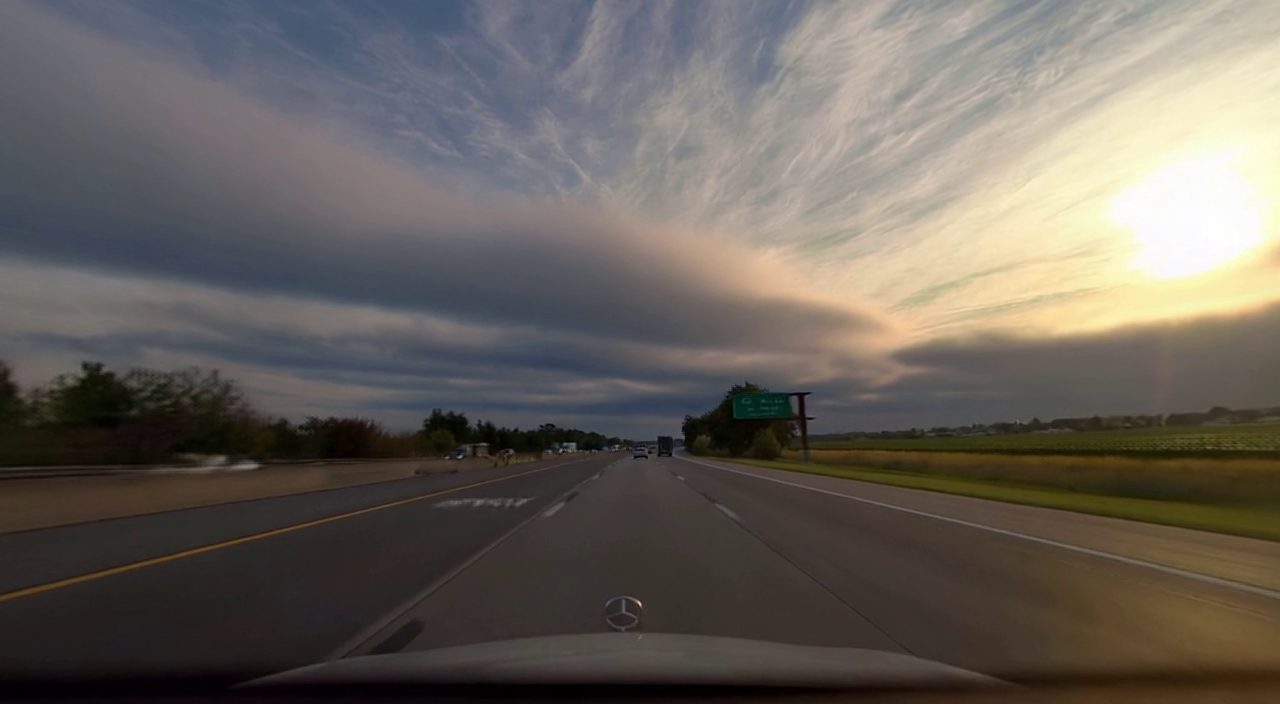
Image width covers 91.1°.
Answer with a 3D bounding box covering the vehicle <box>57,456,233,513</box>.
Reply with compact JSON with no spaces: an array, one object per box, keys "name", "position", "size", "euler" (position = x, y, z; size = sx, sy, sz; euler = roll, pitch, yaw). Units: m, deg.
[{"name":"vehicle","position":[-15.276,4.077,19.806],"size":[1.908,1.500,4.475],"euler":[-1,-9,0]}]
